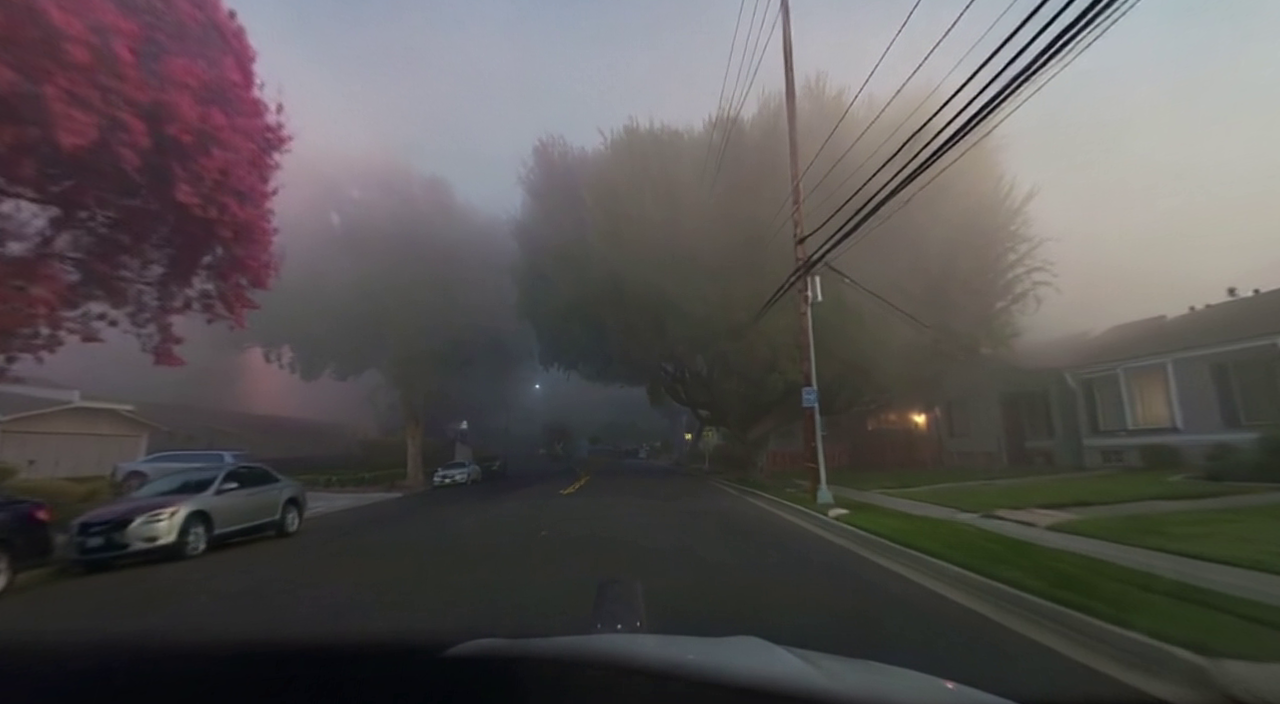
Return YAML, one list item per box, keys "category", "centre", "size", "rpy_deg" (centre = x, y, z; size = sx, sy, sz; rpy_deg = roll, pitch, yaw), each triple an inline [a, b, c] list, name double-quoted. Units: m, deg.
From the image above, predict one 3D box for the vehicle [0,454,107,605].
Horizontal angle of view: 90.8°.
- category: "vehicle"
  centre: [-7.484, 1.631, 5.279]
  size: [2.034, 1.493, 4.524]
  rpy_deg: [0, -9, 1]

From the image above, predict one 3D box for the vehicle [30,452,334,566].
- category: "vehicle"
  centre: [-7.245, 2.470, 10.729]
  size: [1.896, 1.484, 4.298]
  rpy_deg: [0, -9, 1]
